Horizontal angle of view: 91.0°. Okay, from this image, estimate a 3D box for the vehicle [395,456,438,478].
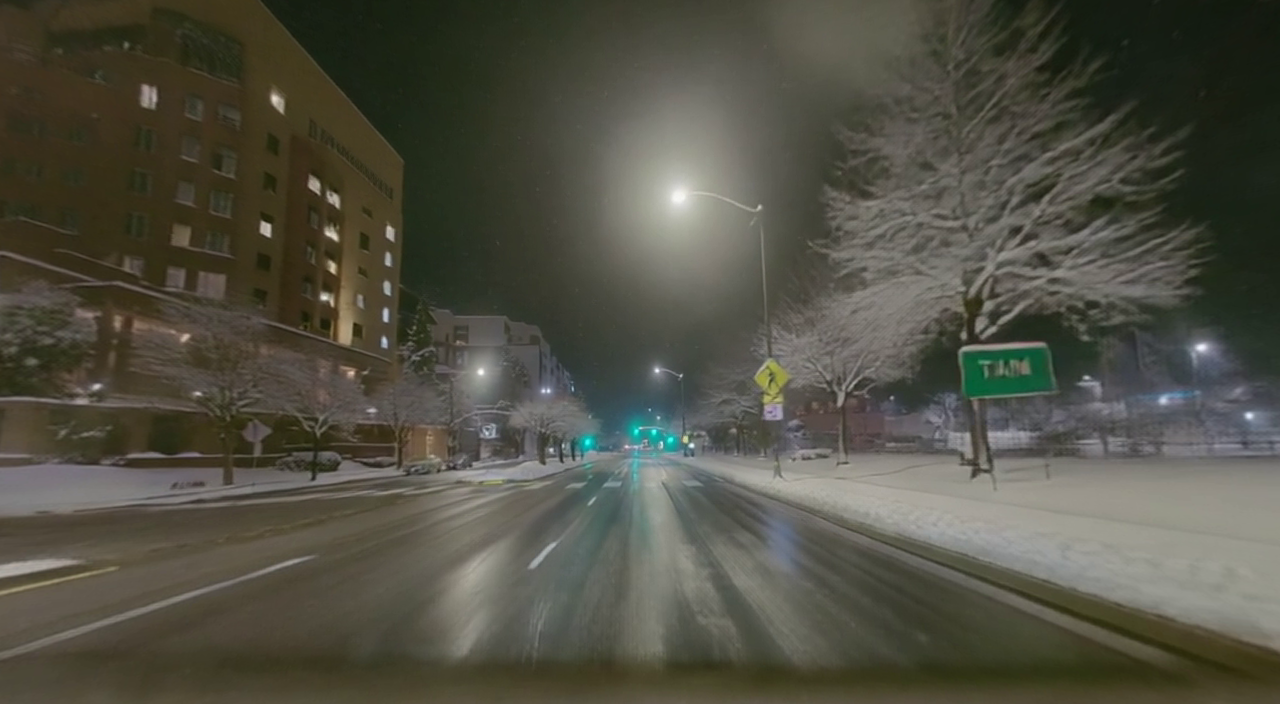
[{"bbox_3d":[-16.693,8.604,47.229,1.810,1.478,4.233,-3,-10,-1],"label":"vehicle"}]
